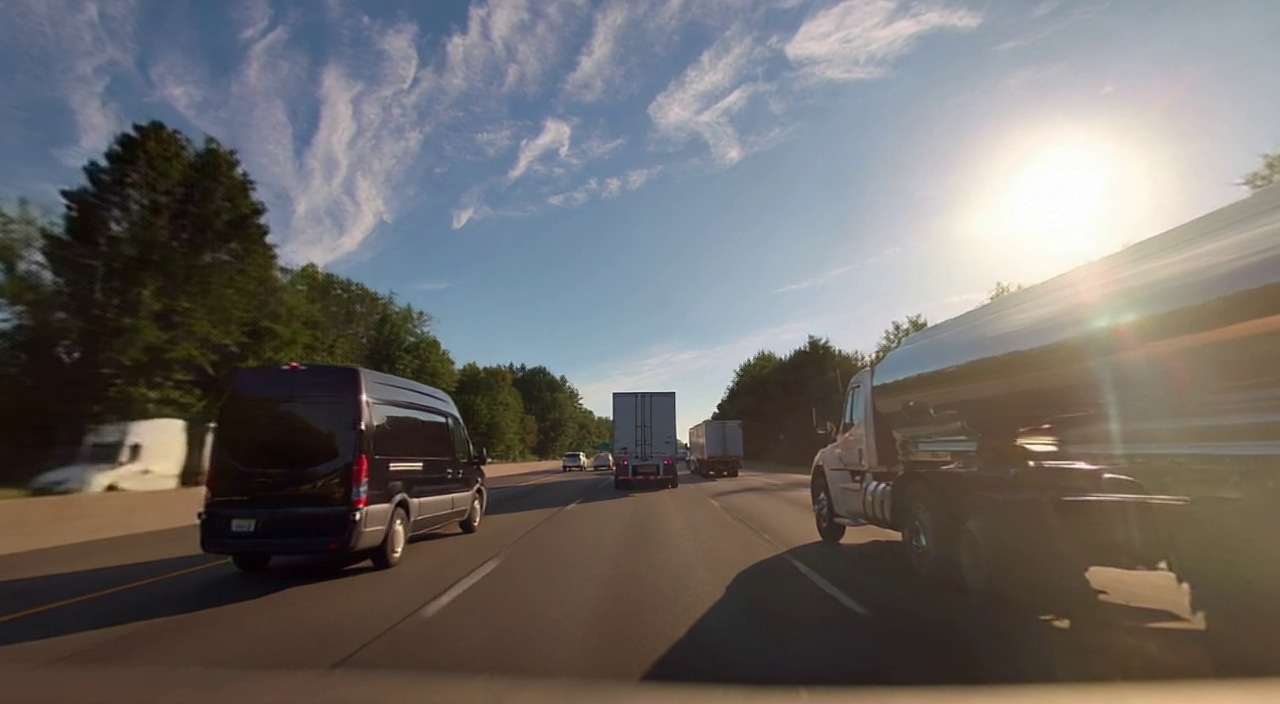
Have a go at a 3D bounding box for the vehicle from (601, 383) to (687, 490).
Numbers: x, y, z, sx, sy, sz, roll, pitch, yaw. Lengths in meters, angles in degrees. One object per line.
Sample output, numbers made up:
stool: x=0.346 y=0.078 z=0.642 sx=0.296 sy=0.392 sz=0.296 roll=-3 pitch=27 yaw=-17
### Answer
vehicle: x=0.060 y=3.468 z=25.137 sx=2.773 sy=3.455 sz=9.118 roll=0 pitch=-9 yaw=-1

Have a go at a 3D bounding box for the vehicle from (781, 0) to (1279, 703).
vehicle: x=4.349 y=0.205 z=6.178 sx=3.139 sy=4.152 sz=11.915 roll=0 pitch=-9 yaw=0

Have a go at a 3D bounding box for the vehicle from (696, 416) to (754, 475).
vehicle: x=5.651 y=6.546 z=43.871 sx=2.706 sy=3.500 sz=11.483 roll=0 pitch=-9 yaw=1

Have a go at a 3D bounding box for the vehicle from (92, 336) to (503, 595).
vehicle: x=-4.088 y=1.600 z=9.487 sx=2.525 sy=2.572 sz=6.260 roll=0 pitch=-9 yaw=1

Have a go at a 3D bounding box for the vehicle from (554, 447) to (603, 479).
vehicle: x=-3.342 y=6.127 z=35.084 sx=2.134 sy=1.652 sz=4.439 roll=0 pitch=-9 yaw=2
